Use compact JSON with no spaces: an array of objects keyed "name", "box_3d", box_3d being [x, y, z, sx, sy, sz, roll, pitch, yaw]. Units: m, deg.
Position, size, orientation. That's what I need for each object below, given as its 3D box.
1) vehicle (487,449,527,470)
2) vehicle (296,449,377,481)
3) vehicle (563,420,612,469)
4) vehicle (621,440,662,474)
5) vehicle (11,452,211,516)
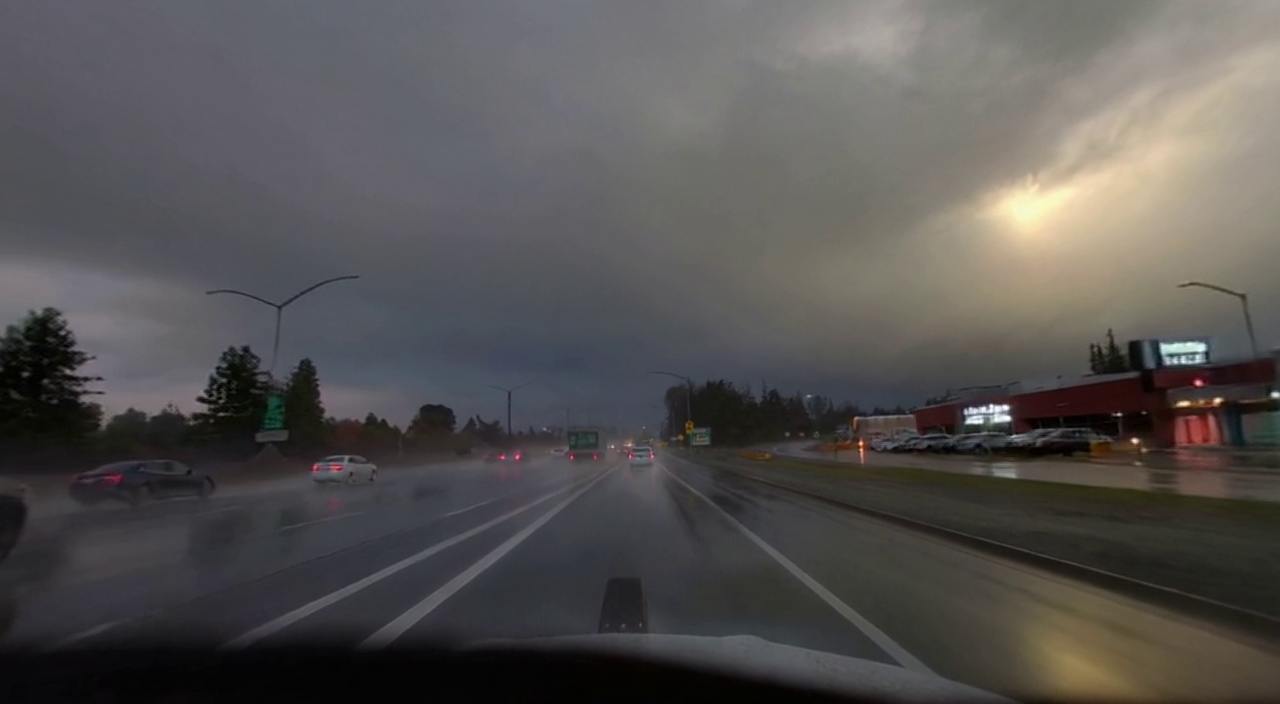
[{"name":"vehicle","box_3d":[-10.424,8.465,49.807,1.928,1.480,4.823,0,-8,2]},{"name":"vehicle","box_3d":[-17.590,6.543,36.850,2.076,1.709,4.893,-1,-8,3]},{"name":"vehicle","box_3d":[-3.936,7.202,49.039,2.796,3.426,8.553,0,-8,2]},{"name":"vehicle","box_3d":[0.110,6.045,36.589,2.227,1.794,4.646,0,-8,1]},{"name":"vehicle","box_3d":[-14.690,3.633,17.924,1.805,1.508,4.331,0,-8,2]}]
